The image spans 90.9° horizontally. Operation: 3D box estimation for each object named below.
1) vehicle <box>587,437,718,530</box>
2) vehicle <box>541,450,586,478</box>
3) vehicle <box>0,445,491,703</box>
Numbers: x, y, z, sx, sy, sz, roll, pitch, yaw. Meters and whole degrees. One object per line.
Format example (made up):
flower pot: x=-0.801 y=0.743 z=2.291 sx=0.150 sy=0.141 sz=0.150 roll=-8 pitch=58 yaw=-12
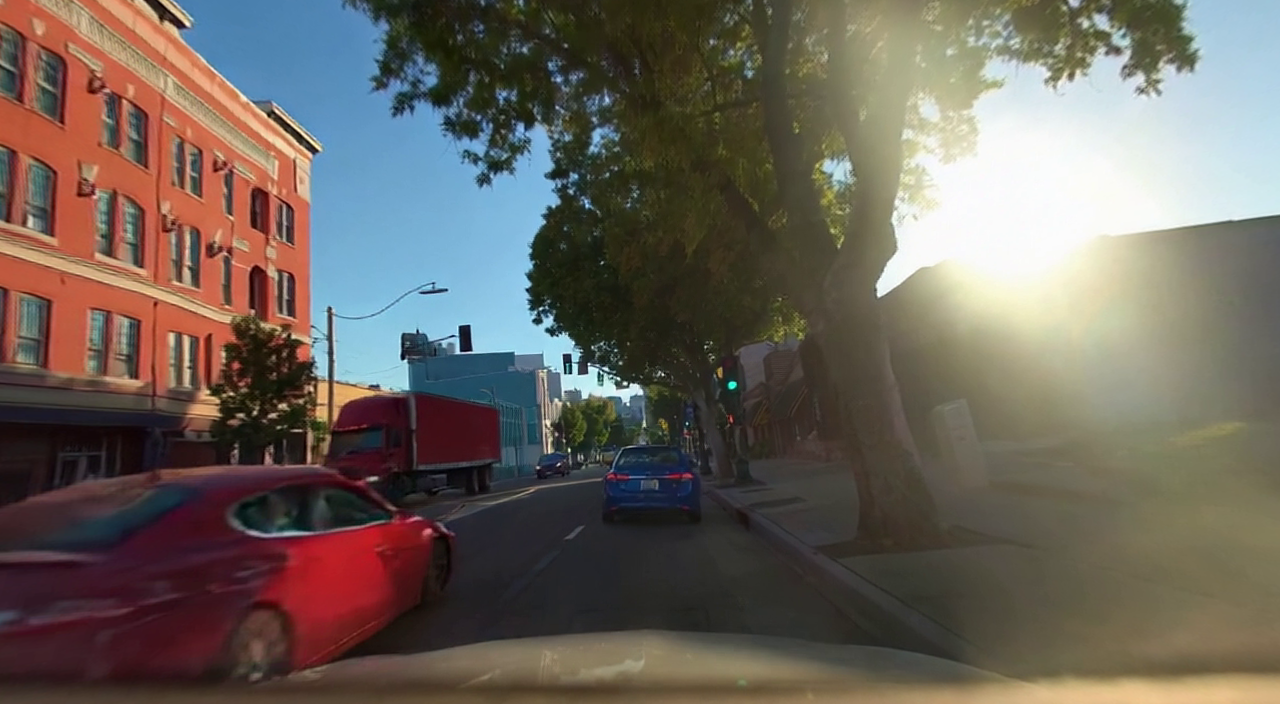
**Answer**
vehicle: x=0.232 y=2.411 z=12.128 sx=2.094 sy=1.478 sz=3.922 roll=0 pitch=-8 yaw=1
vehicle: x=-4.518 y=6.651 z=37.727 sx=1.918 sy=1.475 sz=4.750 roll=-1 pitch=-8 yaw=2
vehicle: x=-2.738 y=1.345 z=4.211 sx=2.099 sy=1.424 sz=4.843 roll=-1 pitch=-8 yaw=3
